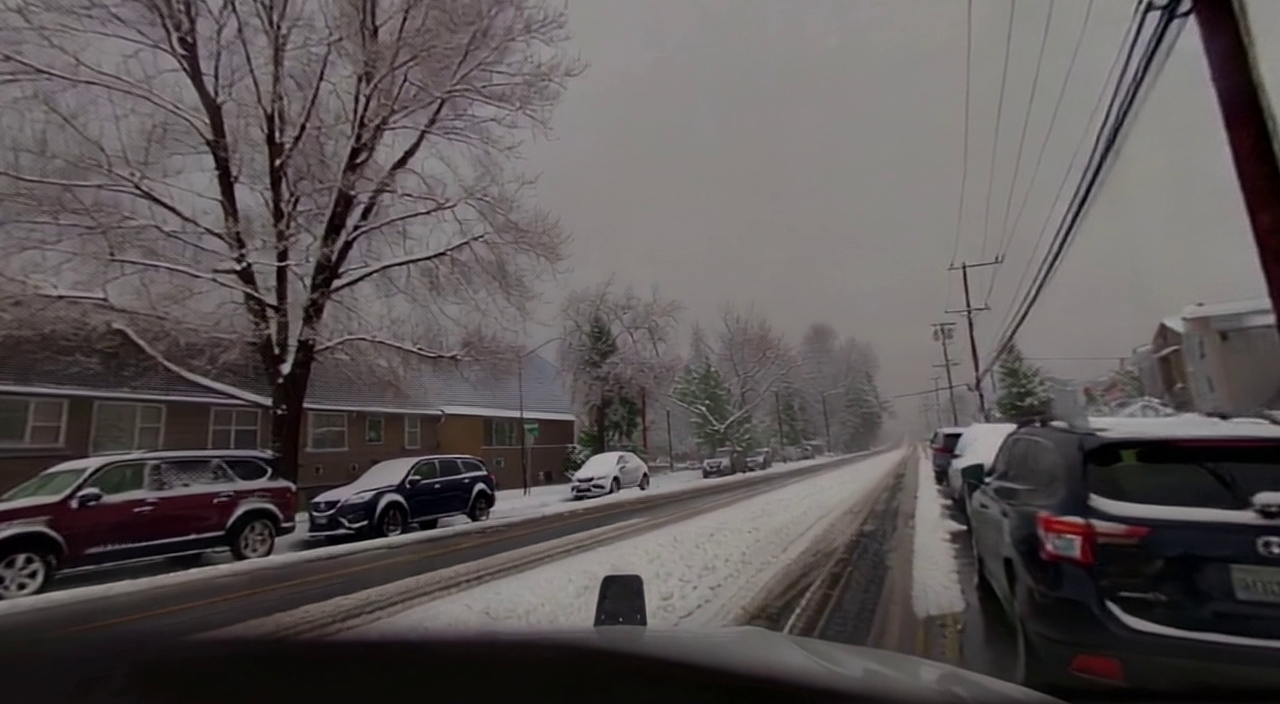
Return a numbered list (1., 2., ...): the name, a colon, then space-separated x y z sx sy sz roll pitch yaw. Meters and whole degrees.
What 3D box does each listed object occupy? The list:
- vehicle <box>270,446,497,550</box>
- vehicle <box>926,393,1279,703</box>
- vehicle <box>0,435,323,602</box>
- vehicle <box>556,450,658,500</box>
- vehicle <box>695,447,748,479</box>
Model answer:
1. vehicle: -5.403 3.129 14.054 2.068 1.745 4.579 -10 -12 19
2. vehicle: 3.151 1.225 4.356 2.030 1.535 4.683 -4 -9 23
3. vehicle: -7.481 2.331 9.214 1.973 1.848 5.100 -11 -12 19
4. vehicle: -1.180 4.835 24.923 2.017 1.582 4.664 -11 -14 22
5. vehicle: 5.105 6.763 38.931 2.011 1.801 4.676 -4 -9 23
